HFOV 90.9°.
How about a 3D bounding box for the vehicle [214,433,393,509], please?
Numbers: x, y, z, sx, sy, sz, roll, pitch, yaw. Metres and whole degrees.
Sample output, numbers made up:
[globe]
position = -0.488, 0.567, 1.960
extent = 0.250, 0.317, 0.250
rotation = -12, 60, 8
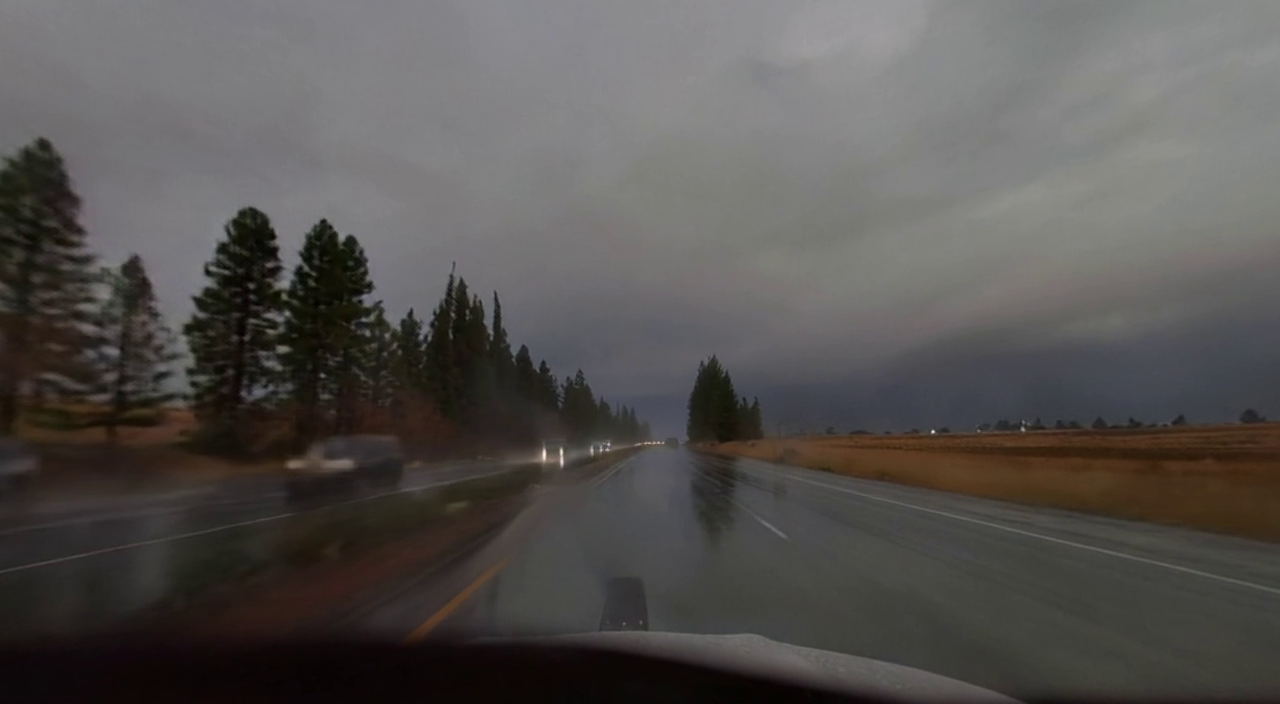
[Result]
[vehicle]
position = -8.624, 3.073, 16.827
extent = 2.113, 1.697, 4.718
rotation = 0, -8, 1
